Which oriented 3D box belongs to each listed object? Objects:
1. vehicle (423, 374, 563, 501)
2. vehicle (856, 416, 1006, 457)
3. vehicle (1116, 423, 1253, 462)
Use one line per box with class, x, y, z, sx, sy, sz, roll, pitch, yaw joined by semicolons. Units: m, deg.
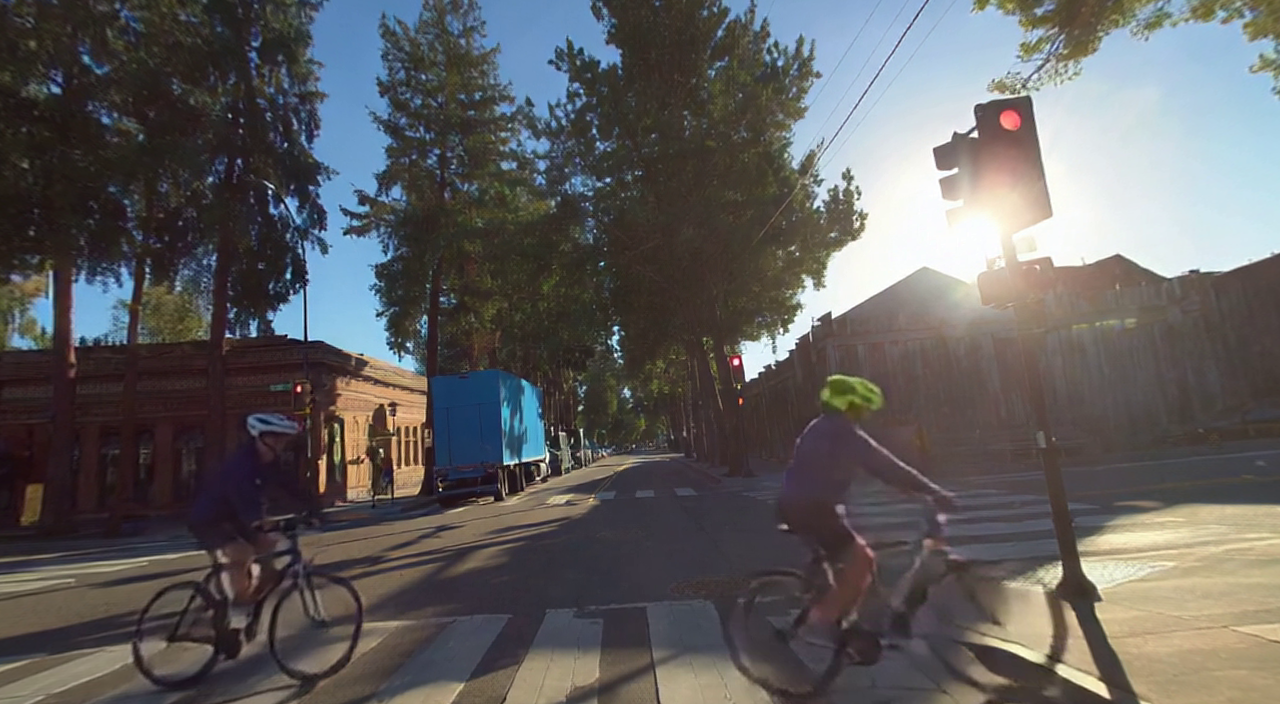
vehicle;-5.799;3.720;27.160;3.113;4.041;10.284;-8;-8;0
vehicle;10.686;3.143;23.427;4.643;1.456;1.820;-1;-8;5
vehicle;24.938;4.159;29.023;4.268;1.695;2.053;0;-8;3
